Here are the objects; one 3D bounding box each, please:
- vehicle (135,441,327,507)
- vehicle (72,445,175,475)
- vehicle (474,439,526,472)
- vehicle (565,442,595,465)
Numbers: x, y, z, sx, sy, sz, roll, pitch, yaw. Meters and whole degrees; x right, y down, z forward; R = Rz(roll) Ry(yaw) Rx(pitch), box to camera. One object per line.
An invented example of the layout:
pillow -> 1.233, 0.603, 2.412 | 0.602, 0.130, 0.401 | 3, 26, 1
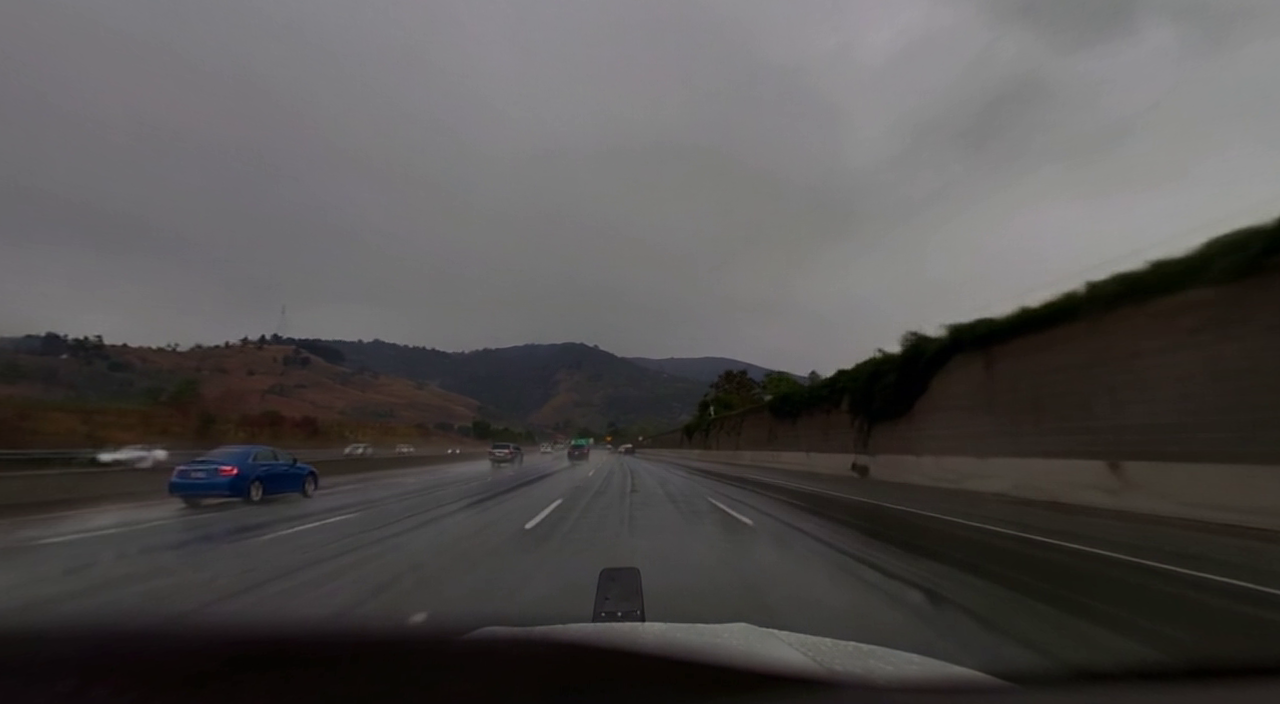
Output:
vehicle -> -10.424, 3.117, 16.670 | 1.949, 1.475, 4.740 | 0, -9, -1
vehicle -> -30.217, 6.306, 37.197 | 1.911, 1.588, 4.877 | 0, -9, 0
vehicle -> -8.068, 6.036, 36.965 | 2.074, 1.768, 4.805 | 0, -9, -2
vehicle -> -4.584, 7.847, 48.997 | 2.115, 1.713, 4.263 | 0, -9, -2
